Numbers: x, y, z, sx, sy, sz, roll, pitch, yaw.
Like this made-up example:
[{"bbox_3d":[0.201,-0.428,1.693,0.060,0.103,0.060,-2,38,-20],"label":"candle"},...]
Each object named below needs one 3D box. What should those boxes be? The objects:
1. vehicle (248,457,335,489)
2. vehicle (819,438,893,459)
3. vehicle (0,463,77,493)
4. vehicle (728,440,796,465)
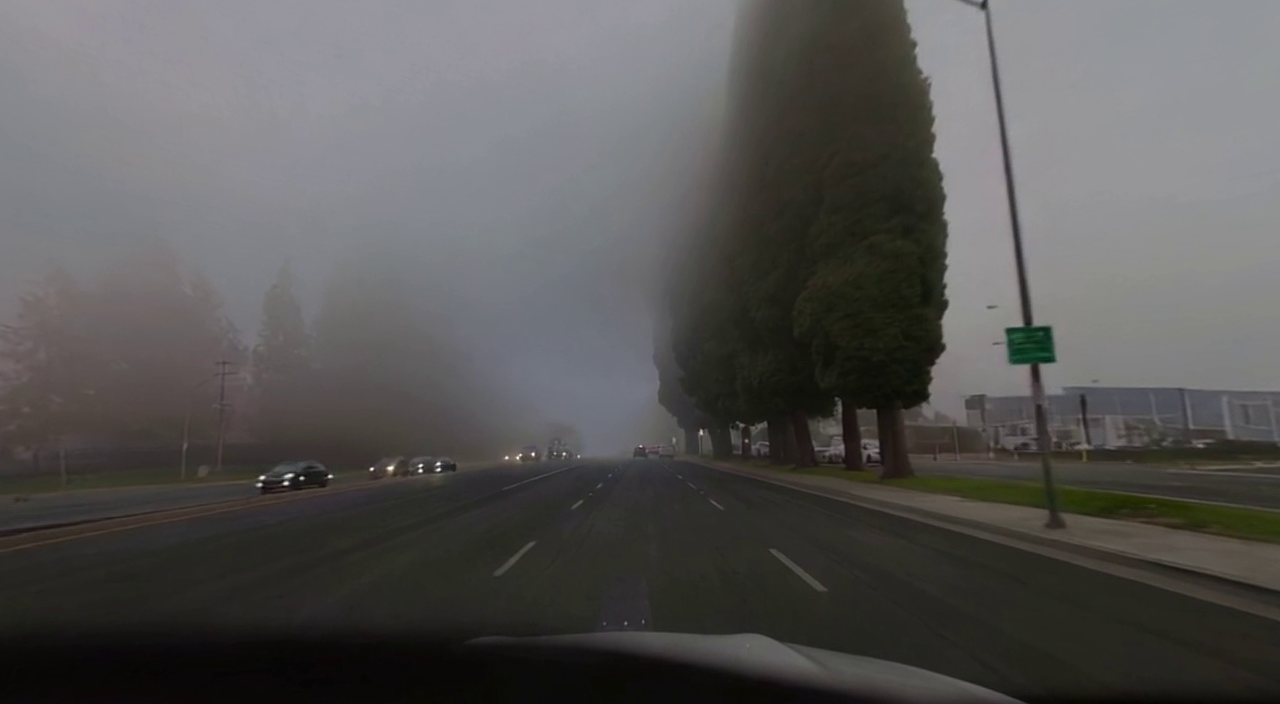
[{"bbox_3d":[-18.256,6.348,33.322,1.938,1.493,4.694,0,-8,0],"label":"vehicle"},{"bbox_3d":[15.678,7.040,45.868,4.632,1.491,1.994,0,-8,0],"label":"vehicle"},{"bbox_3d":[-38.906,7.913,39.752,1.841,1.632,4.609,-3,-9,19],"label":"vehicle"},{"bbox_3d":[8.835,7.280,45.937,4.451,1.469,1.961,-3,-7,-1],"label":"vehicle"}]
